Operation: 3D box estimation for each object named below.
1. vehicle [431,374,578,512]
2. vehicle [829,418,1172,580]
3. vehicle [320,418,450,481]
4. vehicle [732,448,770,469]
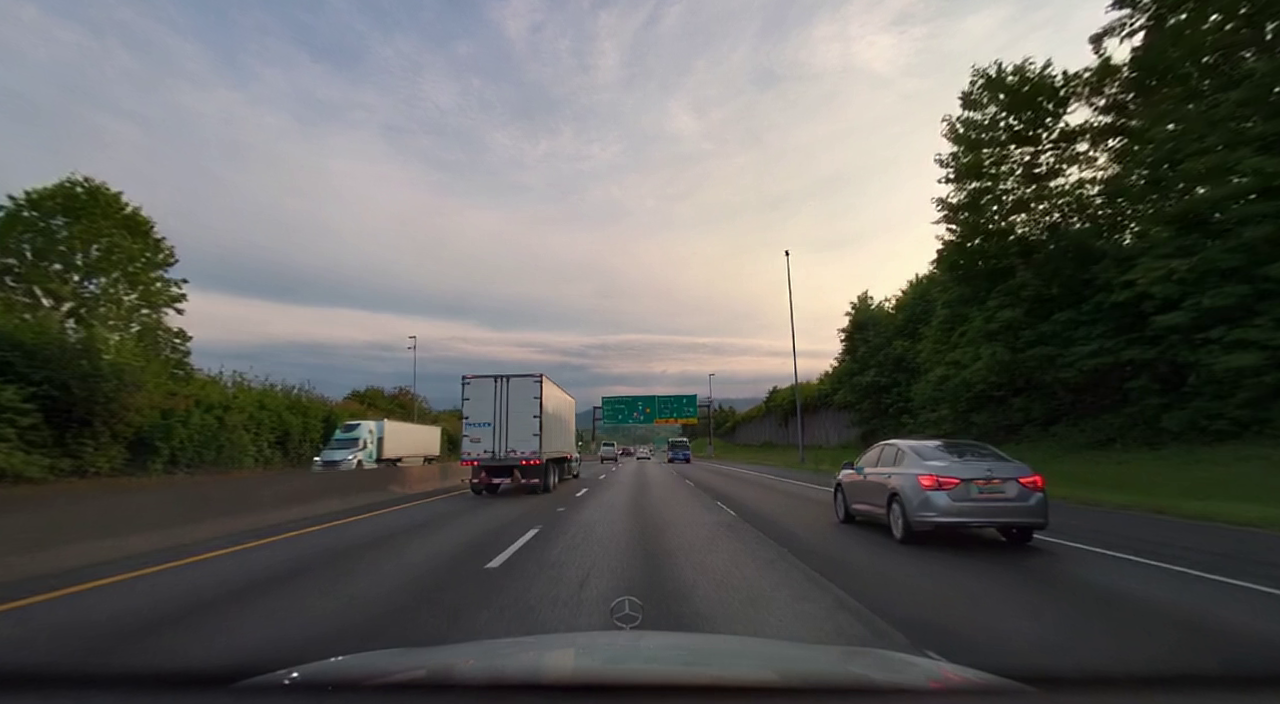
[{"bbox_3d":[-3.483,2.632,18.119,2.667,3.195,6.731,0,-9,0],"label":"vehicle"},{"bbox_3d":[4.106,1.741,8.170,1.983,1.545,4.038,0,-9,-1],"label":"vehicle"},{"bbox_3d":[-19.024,7.588,49.071,3.205,4.080,16.329,0,-9,1],"label":"vehicle"},{"bbox_3d":[7.983,7.681,45.587,1.876,1.475,4.185,0,-9,-1],"label":"vehicle"}]
